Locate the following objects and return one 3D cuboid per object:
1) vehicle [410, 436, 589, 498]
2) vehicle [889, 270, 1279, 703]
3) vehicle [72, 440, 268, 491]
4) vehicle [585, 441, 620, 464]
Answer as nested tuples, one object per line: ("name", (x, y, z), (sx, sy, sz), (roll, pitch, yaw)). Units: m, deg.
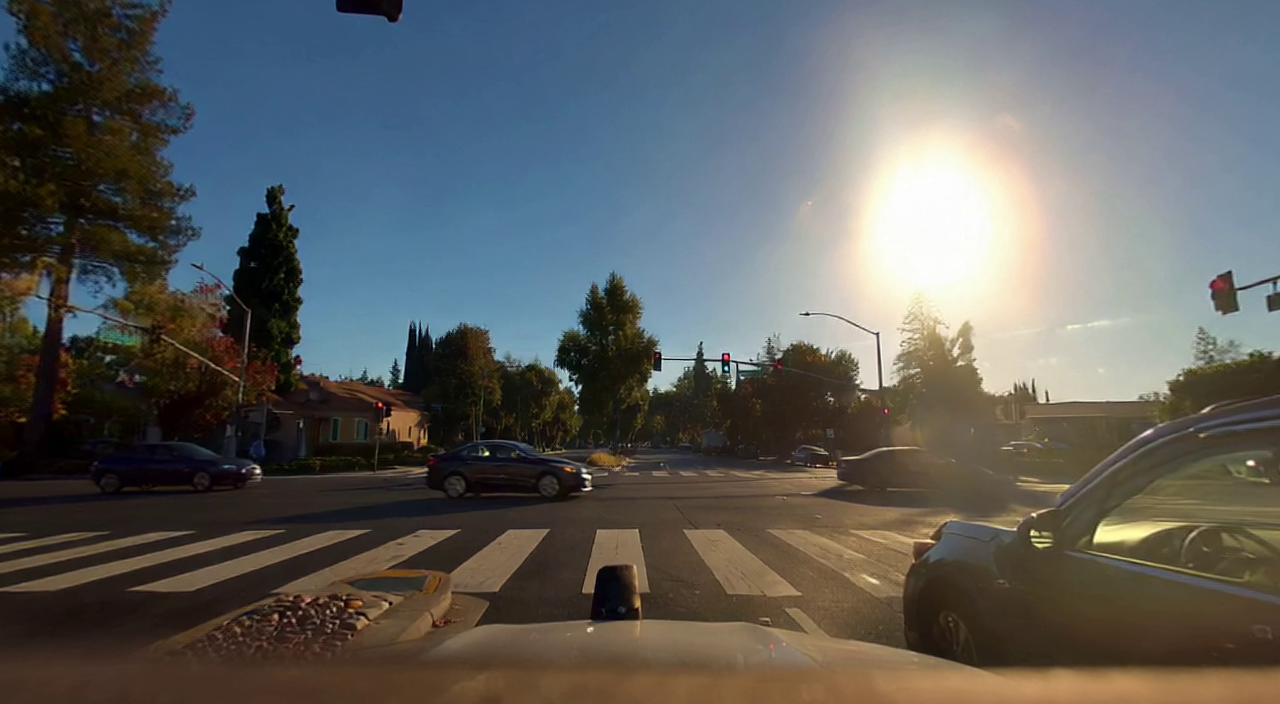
("vehicle", (-3.575, 3.015, 16.716), (4.290, 1.518, 1.888), (0, -8, -1))
("vehicle", (2.706, 0.711, 1.727), (2.085, 1.800, 4.908), (0, -9, 1))
("vehicle", (-14.609, 3.531, 19.868), (4.537, 1.501, 1.950), (0, -9, -1))
("vehicle", (-2.429, 6.710, 42.265), (2.046, 1.491, 4.118), (0, -9, 1))
